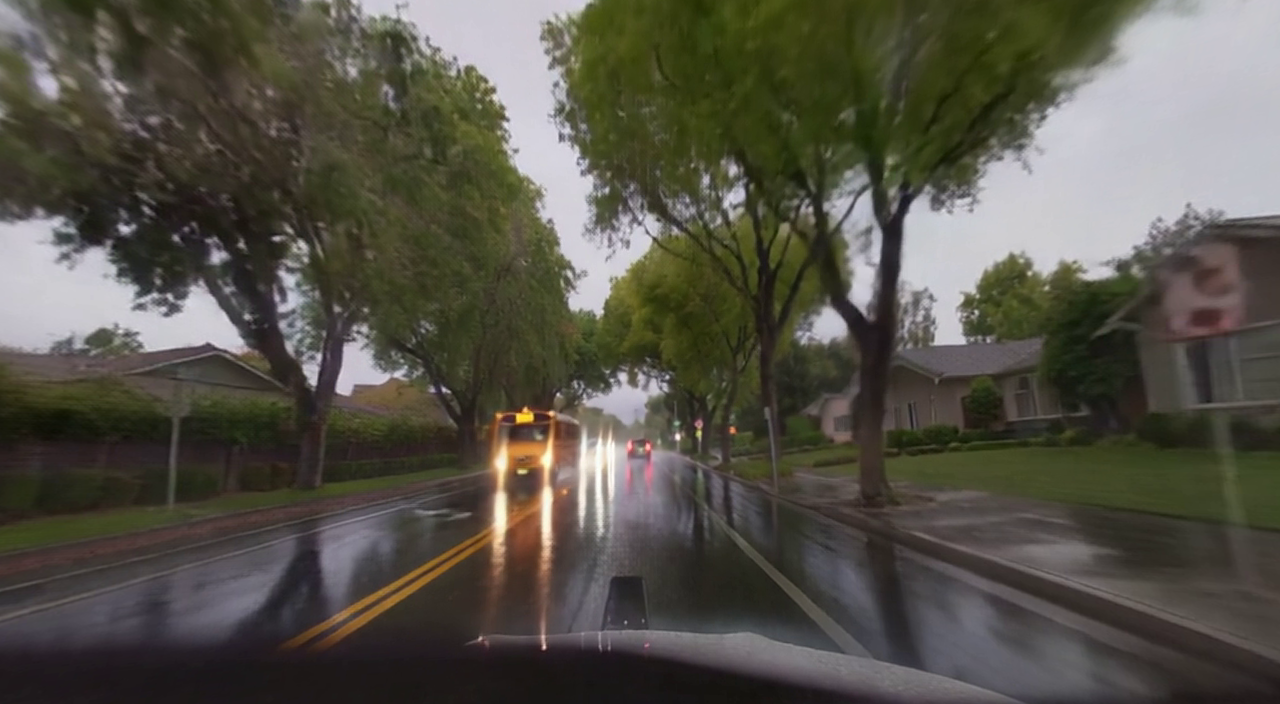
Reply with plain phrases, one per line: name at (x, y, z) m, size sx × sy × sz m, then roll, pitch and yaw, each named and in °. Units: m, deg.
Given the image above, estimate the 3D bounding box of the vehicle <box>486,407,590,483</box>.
vehicle at (-4.199, 4.169, 28.399) m, size 2.966 × 2.818 × 9.113 m, roll 0°, pitch -8°, yaw 1°
